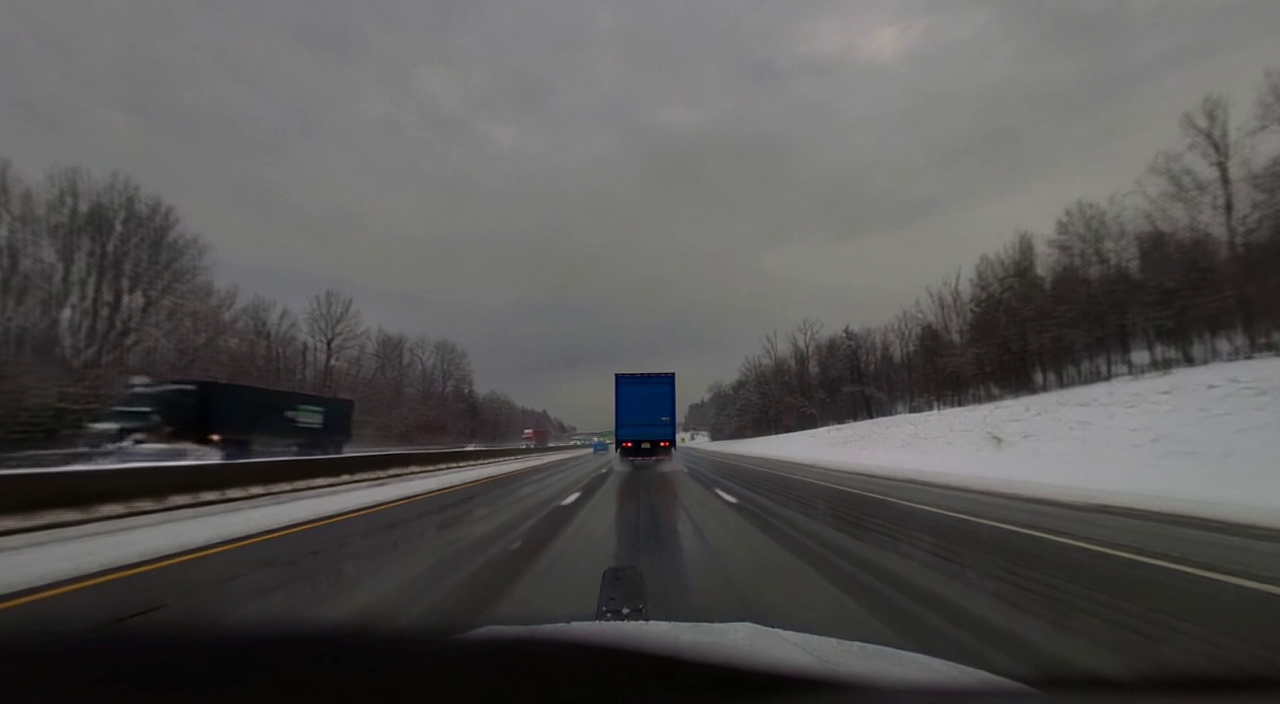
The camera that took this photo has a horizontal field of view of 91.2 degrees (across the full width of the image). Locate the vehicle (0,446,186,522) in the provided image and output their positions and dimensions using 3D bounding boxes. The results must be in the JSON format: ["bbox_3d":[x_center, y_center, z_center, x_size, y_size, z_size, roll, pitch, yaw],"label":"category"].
[{"bbox_3d":[-12.671,2.879,14.243,1.811,1.445,3.854,0,-8,0],"label":"vehicle"}]

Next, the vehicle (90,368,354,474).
[{"bbox_3d":[-21.049,4.074,34.294,2.994,4.401,16.665,0,-9,0],"label":"vehicle"}]

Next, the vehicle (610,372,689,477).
[{"bbox_3d":[0.363,3.535,29.333,3.010,4.039,10.481,0,-8,0],"label":"vehicle"}]
